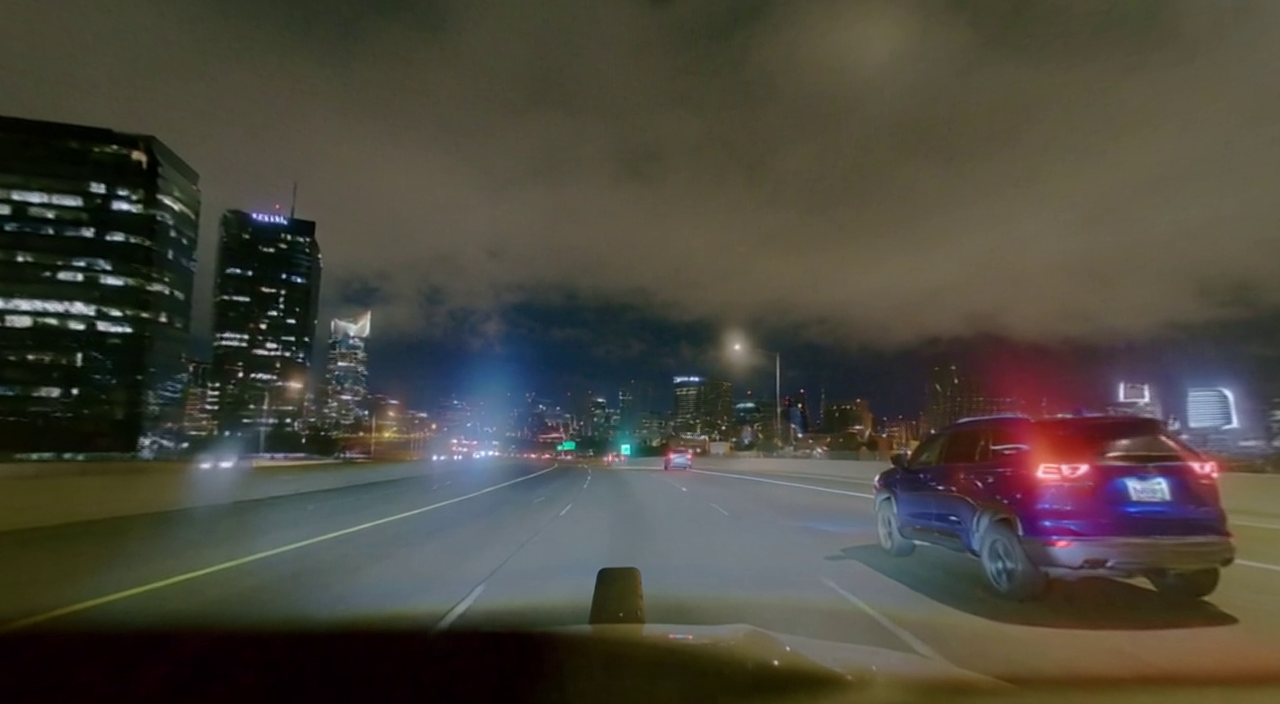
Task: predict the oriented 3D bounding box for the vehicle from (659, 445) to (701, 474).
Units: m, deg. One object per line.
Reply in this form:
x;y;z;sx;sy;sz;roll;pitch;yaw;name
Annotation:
2.543;7.006;41.427;2.110;1.780;4.682;1;-8;-5;vehicle

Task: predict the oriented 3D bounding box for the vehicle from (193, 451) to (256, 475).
-31.282;8.334;47.706;1.964;1.718;4.549;0;-8;-5;vehicle

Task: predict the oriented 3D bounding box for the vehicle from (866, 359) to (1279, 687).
4.028;1.266;5.812;2.182;1.826;4.392;0;-8;-1;vehicle
